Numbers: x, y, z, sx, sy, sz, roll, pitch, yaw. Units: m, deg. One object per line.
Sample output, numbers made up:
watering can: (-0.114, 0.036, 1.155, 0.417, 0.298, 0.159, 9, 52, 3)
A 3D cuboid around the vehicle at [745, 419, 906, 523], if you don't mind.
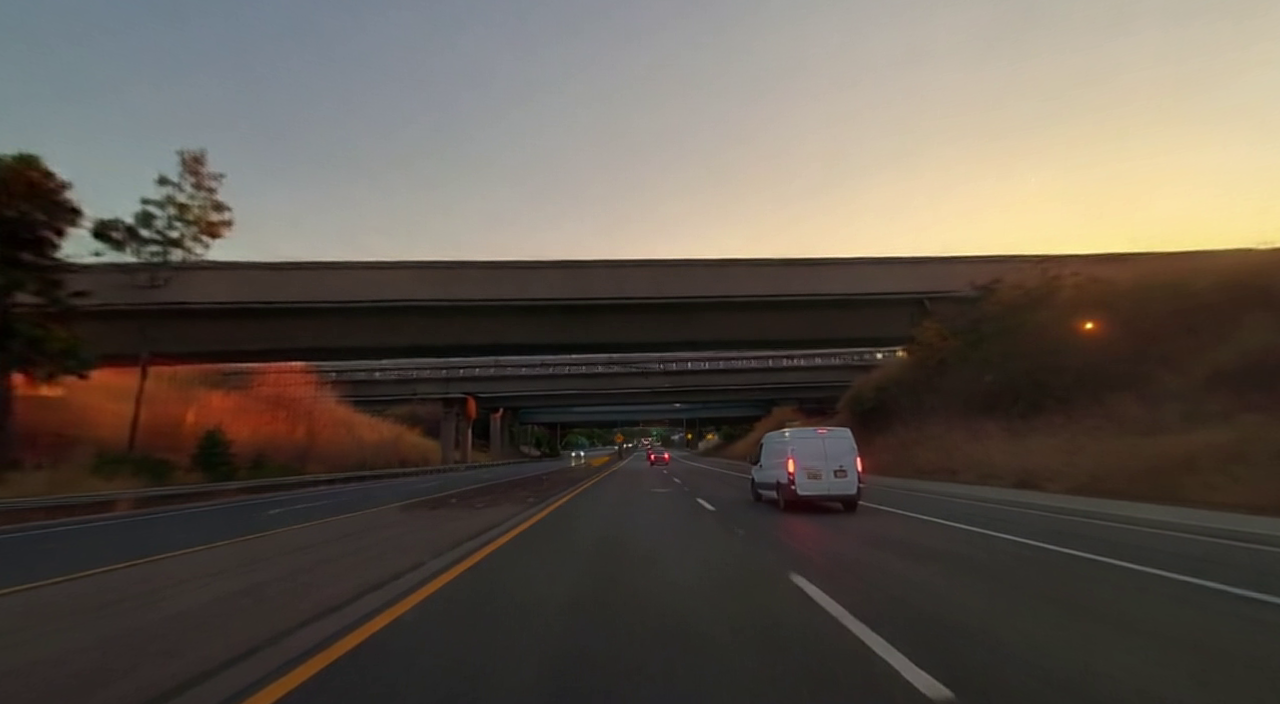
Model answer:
vehicle: (4.053, 2.734, 14.989, 2.152, 1.998, 5.380, 0, -9, 0)
